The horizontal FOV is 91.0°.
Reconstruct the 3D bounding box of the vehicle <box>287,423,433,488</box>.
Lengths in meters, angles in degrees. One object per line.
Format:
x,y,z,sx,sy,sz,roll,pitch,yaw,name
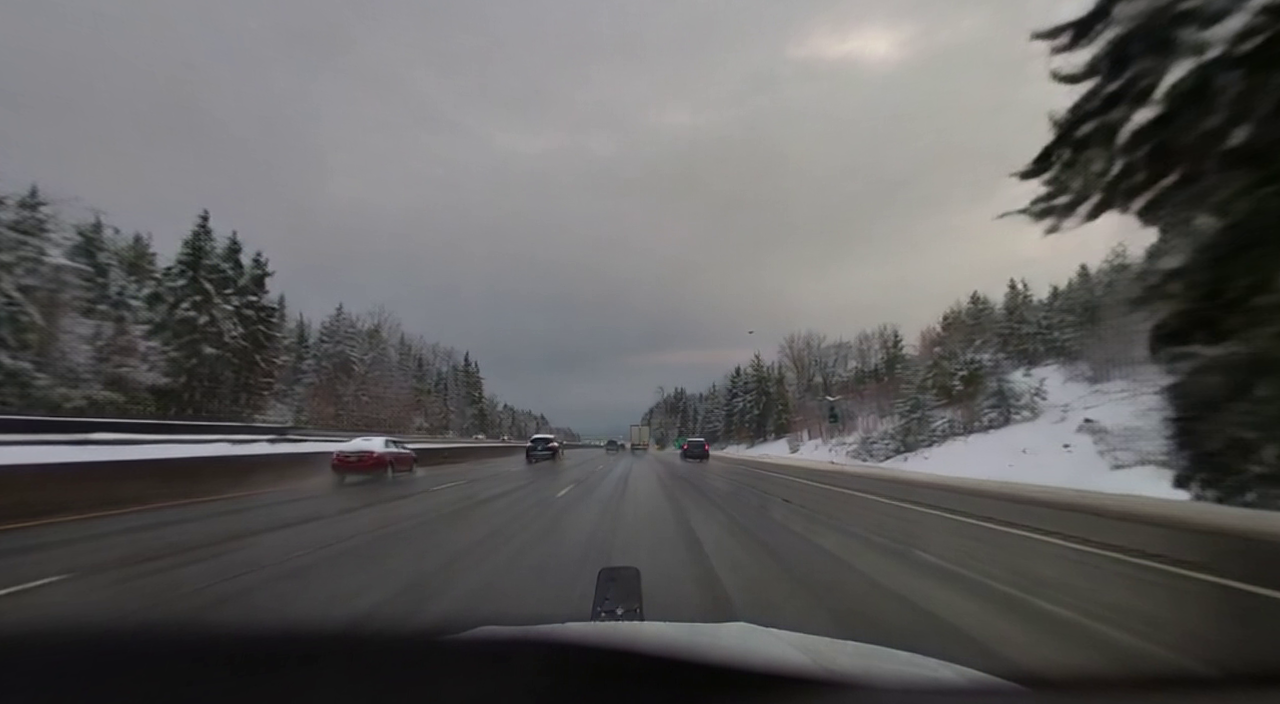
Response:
-8.246,3.120,19.130,2.237,1.703,4.681,0,-9,0,vehicle

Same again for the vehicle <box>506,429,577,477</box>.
-3.707,3.900,24.417,2.002,1.680,4.301,0,-9,1,vehicle

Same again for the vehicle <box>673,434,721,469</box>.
2.939,5.263,33.350,2.053,1.698,4.097,0,-9,-1,vehicle

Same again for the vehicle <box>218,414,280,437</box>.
-29.232,5.552,47.193,1.825,1.511,4.219,0,-9,2,vehicle
